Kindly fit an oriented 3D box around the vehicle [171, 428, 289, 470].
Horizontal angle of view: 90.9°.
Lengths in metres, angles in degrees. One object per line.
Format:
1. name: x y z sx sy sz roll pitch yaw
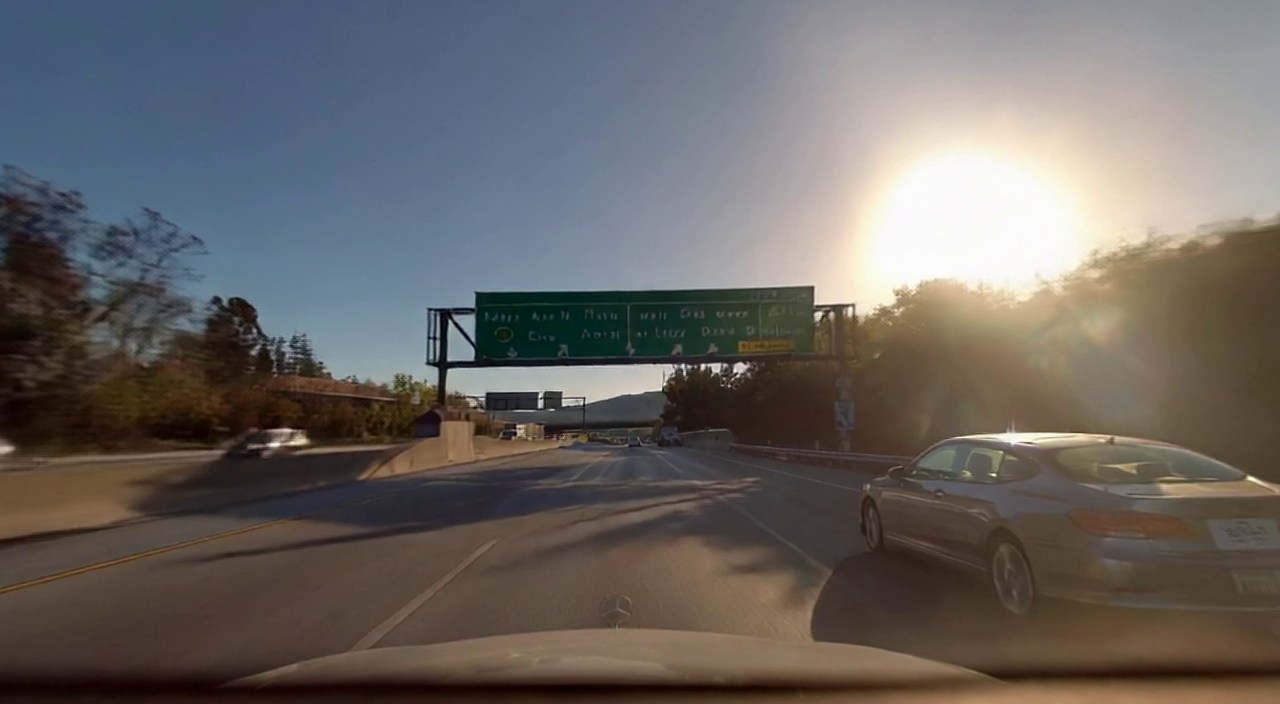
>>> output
1. vehicle: -15.720 3.742 24.452 1.839 1.480 4.165 0 -8 -1
